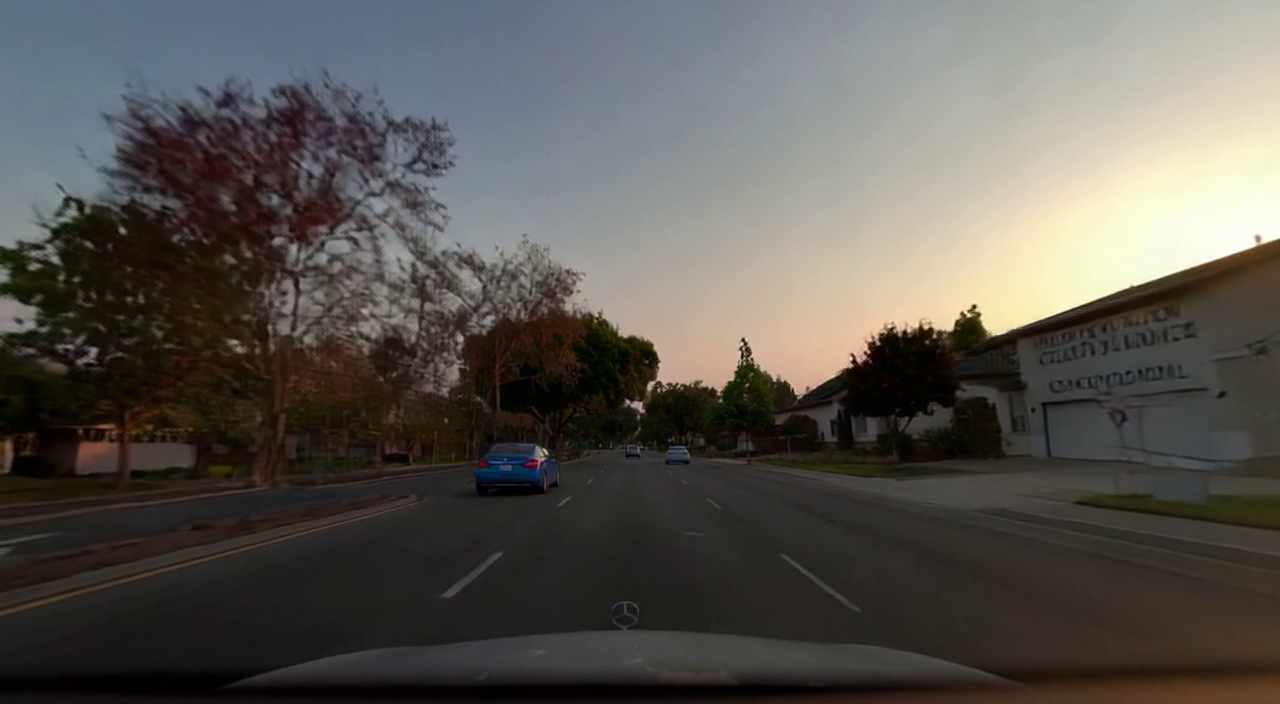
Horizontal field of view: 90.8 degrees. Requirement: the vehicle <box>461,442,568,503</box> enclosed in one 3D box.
[{"bbox_3d":[-3.277,3.228,17.407,2.005,1.477,4.169,0,-8,1],"label":"vehicle"}]
